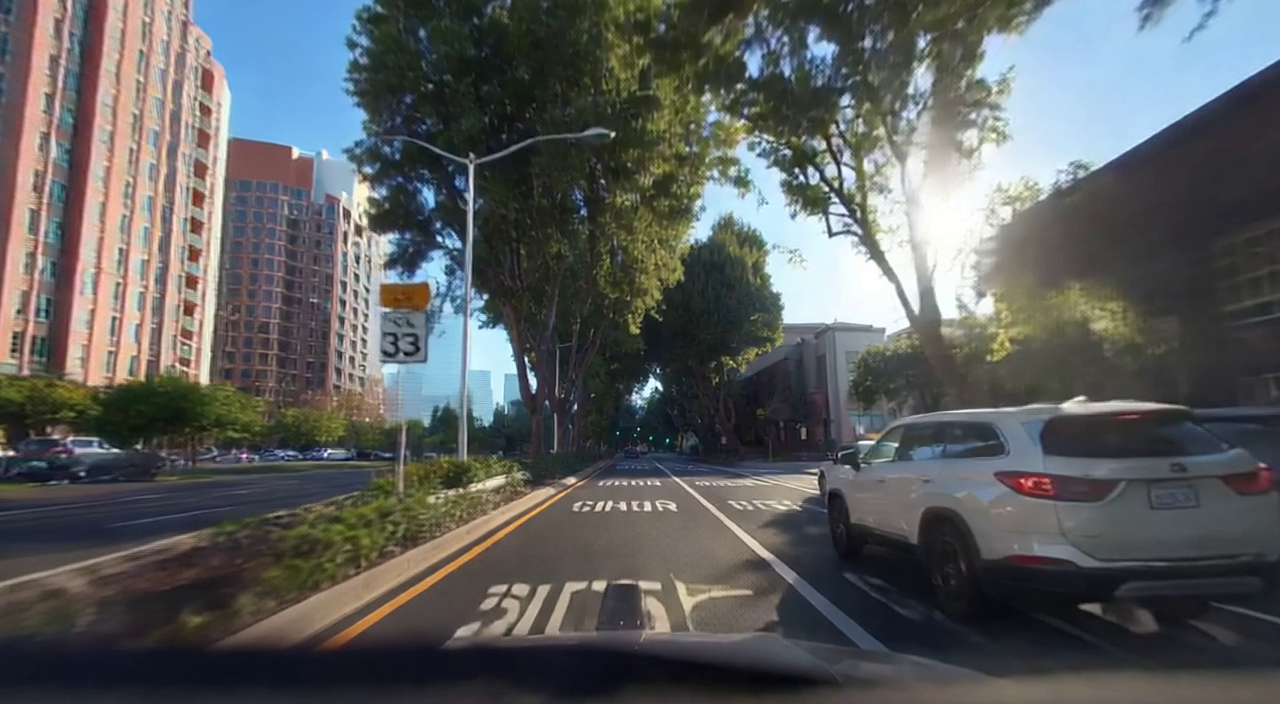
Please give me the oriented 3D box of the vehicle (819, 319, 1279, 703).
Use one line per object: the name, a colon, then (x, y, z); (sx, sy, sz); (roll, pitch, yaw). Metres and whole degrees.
vehicle: (3.695, 1.181, 5.750); (2.505, 1.971, 5.162); (0, -8, -1)
